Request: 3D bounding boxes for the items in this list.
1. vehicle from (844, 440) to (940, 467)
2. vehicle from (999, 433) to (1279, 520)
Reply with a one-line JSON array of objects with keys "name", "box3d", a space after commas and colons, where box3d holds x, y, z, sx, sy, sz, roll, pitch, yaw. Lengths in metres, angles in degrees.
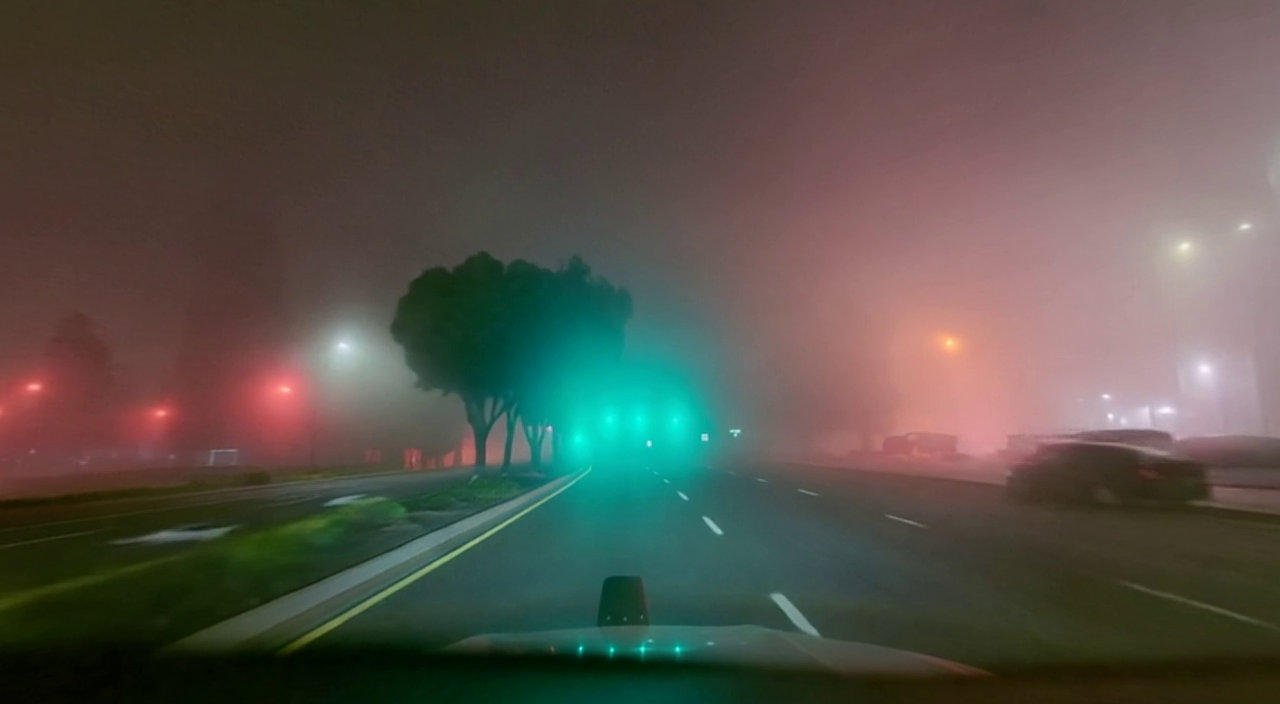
[{"name": "vehicle", "box3d": [15.357, 6.191, 38.569, 4.982, 1.441, 1.951, -1, -9, -2]}, {"name": "vehicle", "box3d": [10.688, 2.658, 14.094, 2.034, 1.551, 5.228, 1, -9, -3]}]
